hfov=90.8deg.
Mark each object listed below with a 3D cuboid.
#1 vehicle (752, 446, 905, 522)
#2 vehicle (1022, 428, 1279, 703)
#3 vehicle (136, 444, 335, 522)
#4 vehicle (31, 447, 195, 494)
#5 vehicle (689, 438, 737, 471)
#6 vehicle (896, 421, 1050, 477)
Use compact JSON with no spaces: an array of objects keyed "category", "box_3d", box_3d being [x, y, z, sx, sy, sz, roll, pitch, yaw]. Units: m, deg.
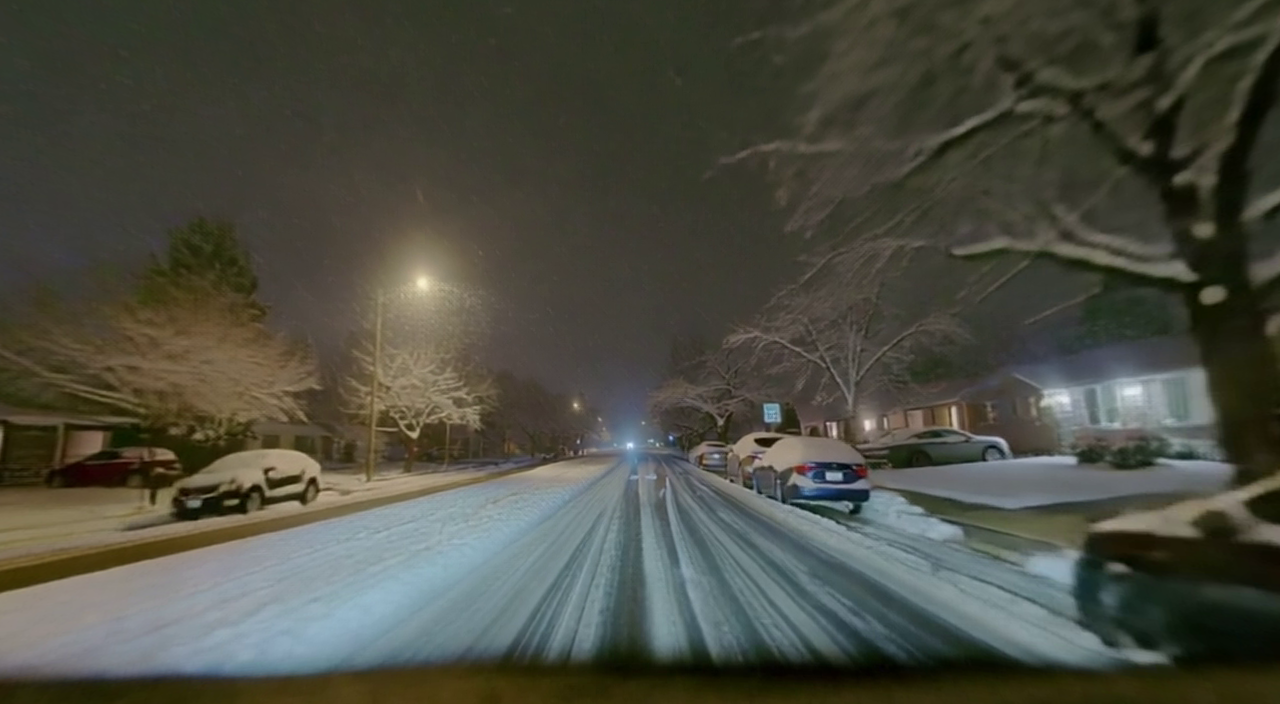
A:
[{"category":"vehicle","box_3d":[4.119,2.946,14.830,2.087,1.454,4.914,0,-8,0]},{"category":"vehicle","box_3d":[3.848,1.017,2.193,2.137,1.515,4.534,0,-8,-1]},{"category":"vehicle","box_3d":[-10.728,3.500,17.404,2.093,1.767,5.120,-1,-9,0]},{"category":"vehicle","box_3d":[-19.998,4.473,24.123,4.509,1.698,1.890,0,-8,1]},{"category":"vehicle","box_3d":[4.264,6.113,37.797,2.254,1.812,4.817,0,-8,-1]},{"category":"vehicle","box_3d":[12.001,3.540,23.032,4.415,1.705,1.914,-4,-9,4]}]
